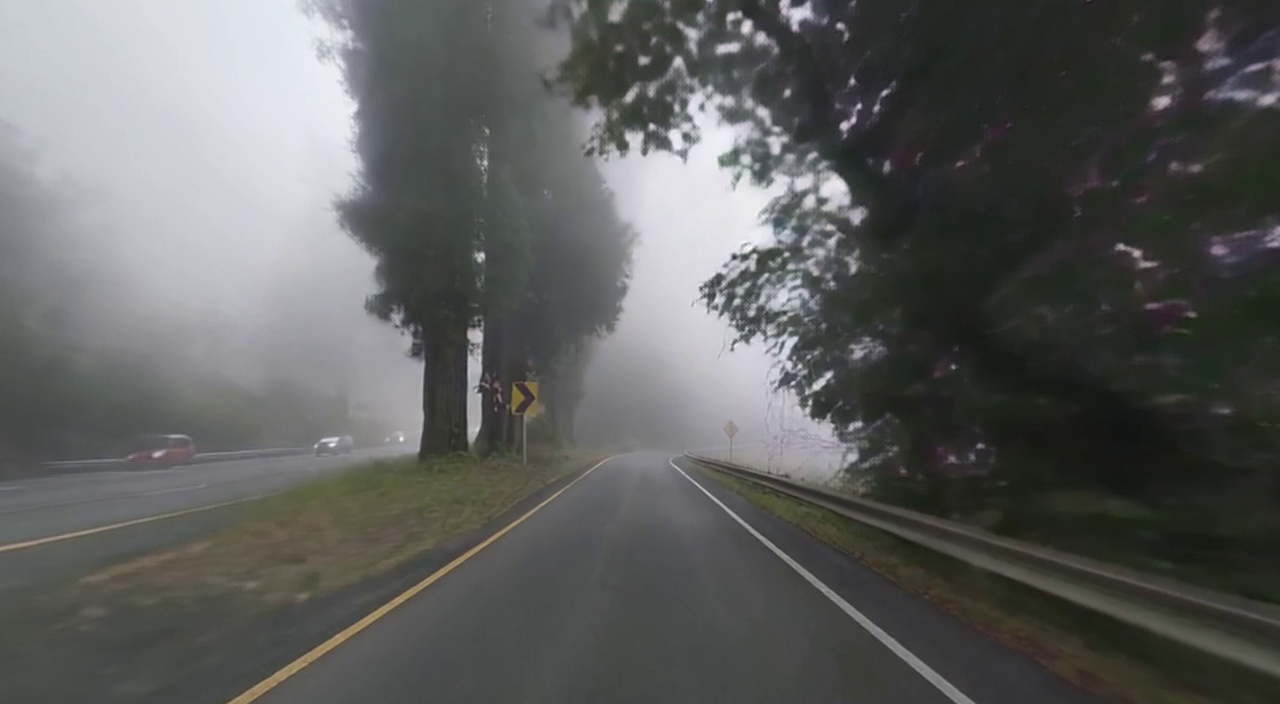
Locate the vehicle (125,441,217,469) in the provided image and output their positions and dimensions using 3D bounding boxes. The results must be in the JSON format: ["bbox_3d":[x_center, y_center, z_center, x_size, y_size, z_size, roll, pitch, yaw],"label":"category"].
[{"bbox_3d":[-27.429,6.029,37.166,2.298,1.558,4.403,1,-9,-5],"label":"vehicle"}]
